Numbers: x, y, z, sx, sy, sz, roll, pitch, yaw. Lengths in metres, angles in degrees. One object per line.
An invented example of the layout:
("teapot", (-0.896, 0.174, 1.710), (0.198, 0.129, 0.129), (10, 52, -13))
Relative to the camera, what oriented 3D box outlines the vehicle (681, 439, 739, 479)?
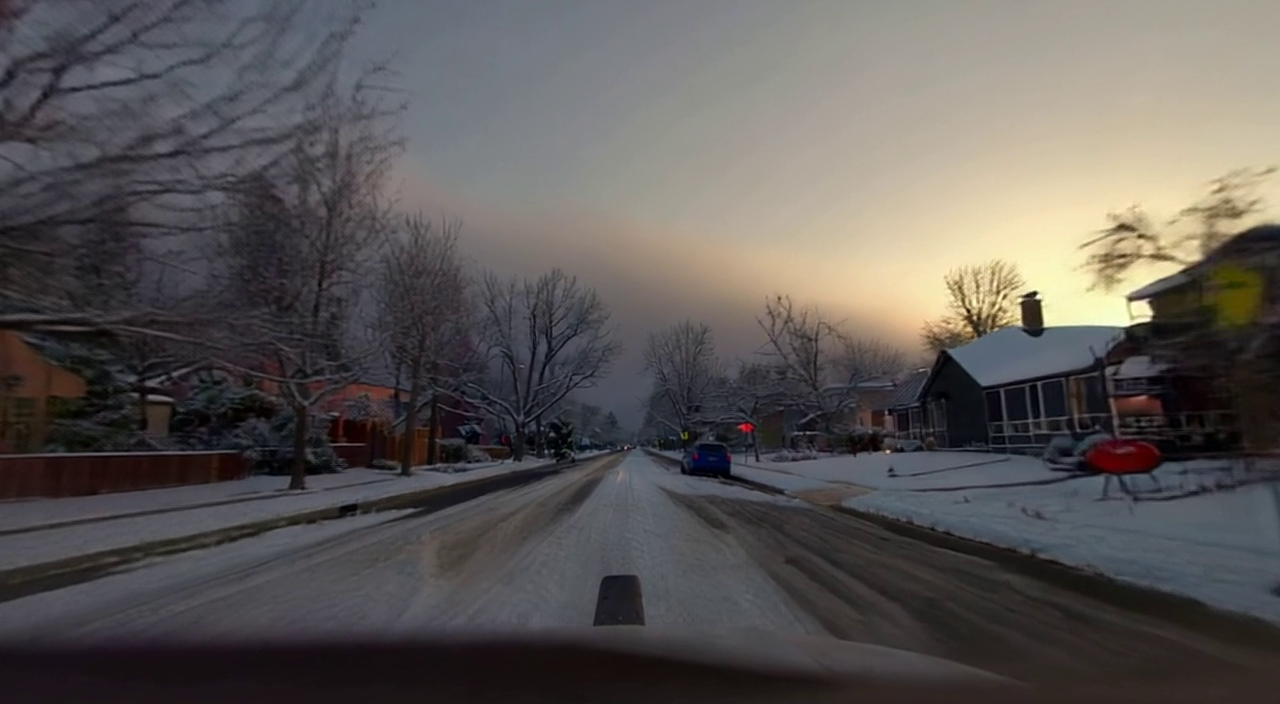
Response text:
("vehicle", (3.033, 4.749, 28.285), (2.114, 1.633, 4.042), (0, -8, 0))
